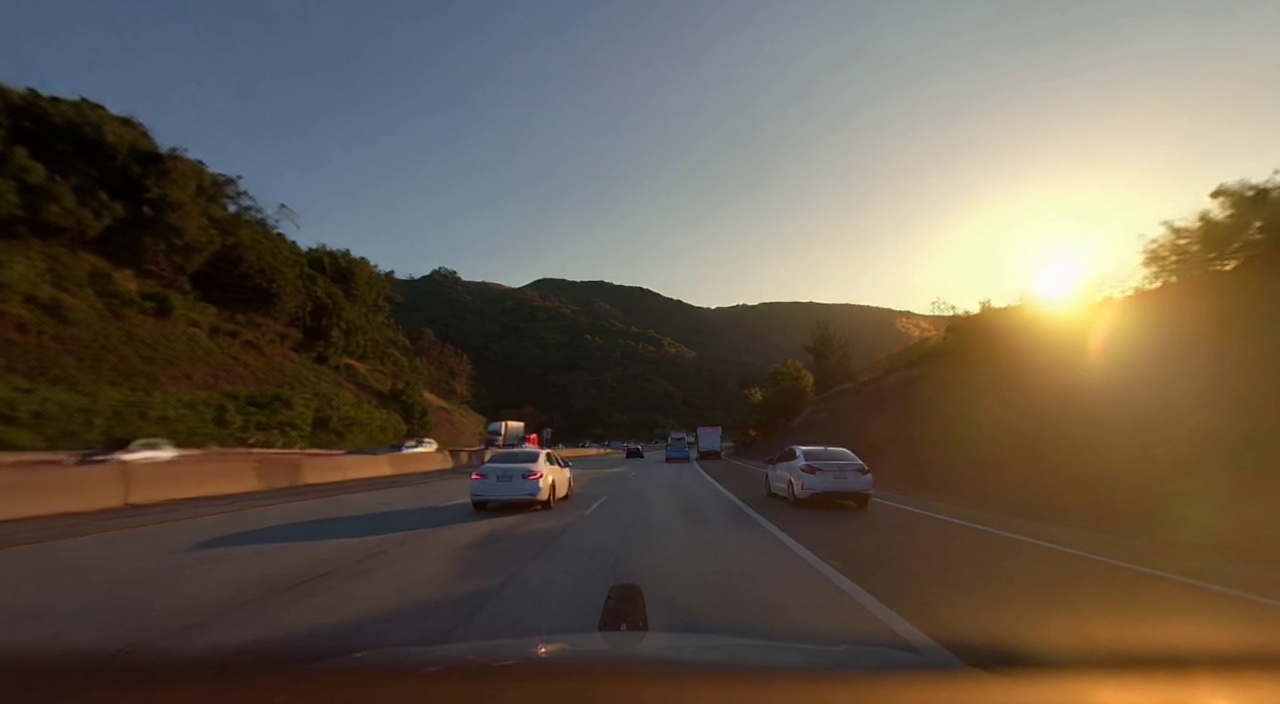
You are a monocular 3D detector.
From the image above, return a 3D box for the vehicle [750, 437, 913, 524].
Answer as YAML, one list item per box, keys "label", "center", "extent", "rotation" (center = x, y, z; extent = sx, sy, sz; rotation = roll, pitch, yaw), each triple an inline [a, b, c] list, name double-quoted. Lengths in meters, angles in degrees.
- label: "vehicle"
  center: [3.653, 2.527, 12.976]
  extent: [2.013, 1.464, 4.317]
  rotation: [0, -9, 1]

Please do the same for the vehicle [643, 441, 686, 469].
- label: "vehicle"
  center: [1.369, 5.669, 34.853]
  extent: [2.202, 1.467, 3.929]
  rotation: [-1, -9, 3]

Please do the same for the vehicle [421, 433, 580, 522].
- label: "vehicle"
  center: [-2.614, 2.499, 13.180]
  extent: [2.031, 1.491, 4.792]
  rotation: [-1, -8, 2]

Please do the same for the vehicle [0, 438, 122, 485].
- label: "vehicle"
  center: [-22.348, 3.987, 23.367]
  extent: [2.205, 1.567, 4.772]
  rotation: [0, -8, 1]

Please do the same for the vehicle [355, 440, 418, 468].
- label: "vehicle"
  center: [-14.946, 6.011, 37.423]
  extent: [1.908, 1.527, 4.242]
  rotation: [0, -8, 2]
